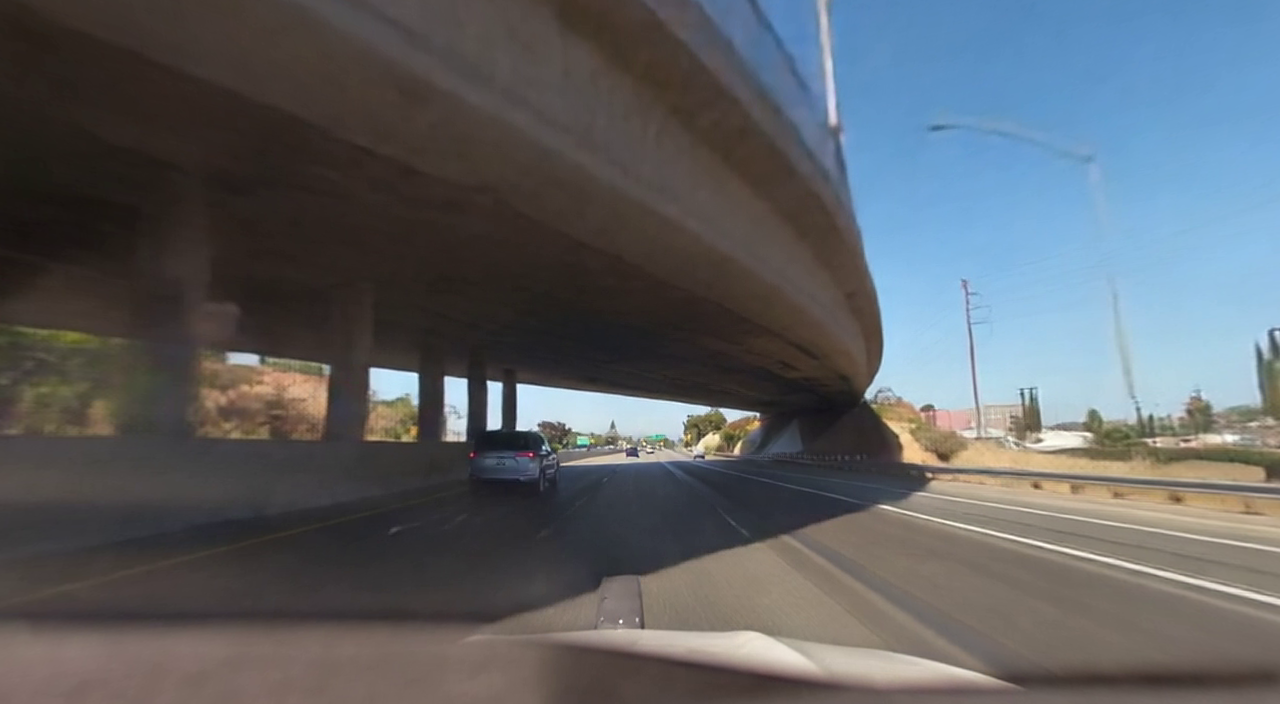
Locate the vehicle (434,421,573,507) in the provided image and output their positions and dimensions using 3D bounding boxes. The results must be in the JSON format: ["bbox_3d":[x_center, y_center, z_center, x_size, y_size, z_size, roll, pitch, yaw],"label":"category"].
[{"bbox_3d":[-3.433,2.992,17.315,2.431,1.928,5.760,0,-9,1],"label":"vehicle"}]
